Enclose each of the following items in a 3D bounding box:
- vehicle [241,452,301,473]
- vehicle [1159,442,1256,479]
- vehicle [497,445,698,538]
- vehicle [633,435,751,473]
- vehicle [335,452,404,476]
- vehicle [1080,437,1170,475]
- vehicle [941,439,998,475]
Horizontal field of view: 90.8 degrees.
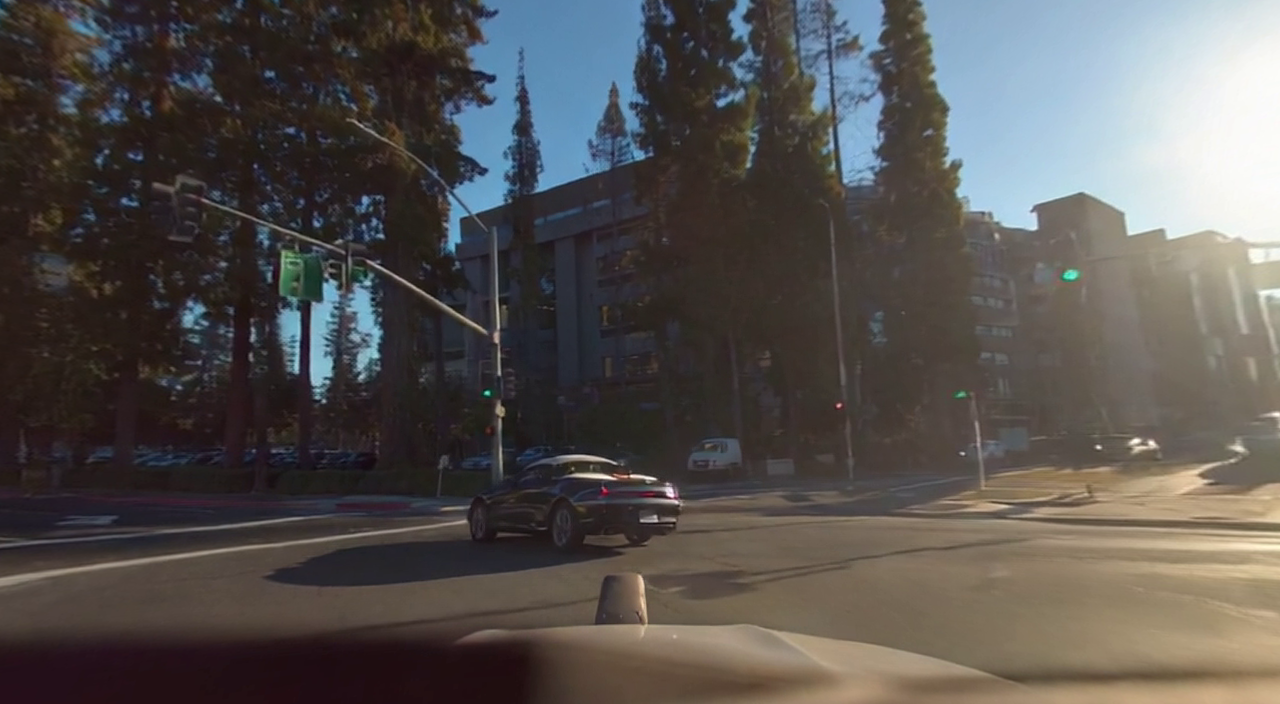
[{"bbox_3d":[-26.678,7.991,45.759,1.627,1.392,3.330,-3,-9,24],"label":"vehicle"},{"bbox_3d":[23.263,4.427,26.092,1.889,1.358,3.751,-4,-9,25],"label":"vehicle"},{"bbox_3d":[-1.020,2.696,12.970,1.903,1.529,4.254,7,-11,-40],"label":"vehicle"},{"bbox_3d":[2.802,5.503,34.342,6.021,1.868,2.172,-4,-9,24],"label":"vehicle"},{"bbox_3d":[-17.699,7.340,41.514,1.709,1.410,3.945,-3,-9,23],"label":"vehicle"},{"bbox_3d":[20.471,4.385,26.865,1.983,1.453,4.180,-3,-9,23],"label":"vehicle"},{"bbox_3d":[15.280,4.850,29.499,2.024,1.489,4.613,-4,-9,24],"label":"vehicle"}]
